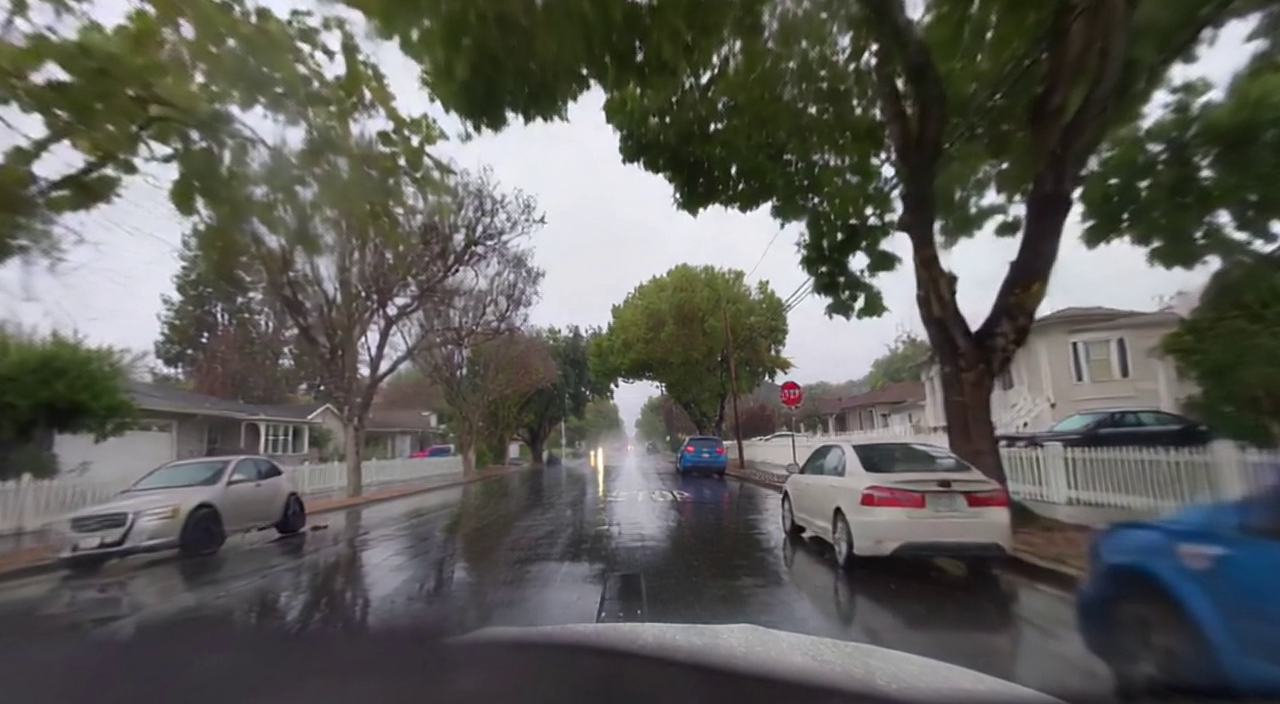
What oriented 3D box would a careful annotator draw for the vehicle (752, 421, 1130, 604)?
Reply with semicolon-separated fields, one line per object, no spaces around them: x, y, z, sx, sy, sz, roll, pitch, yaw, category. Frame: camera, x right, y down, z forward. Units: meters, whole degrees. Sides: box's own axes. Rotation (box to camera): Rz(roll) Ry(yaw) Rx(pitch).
2.945;1.683;7.622;2.185;1.513;4.524;0;-9;-2;vehicle

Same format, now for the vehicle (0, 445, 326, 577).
-7.168;2.322;10.117;2.125;1.623;4.207;0;-9;-1;vehicle

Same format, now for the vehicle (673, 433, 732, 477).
2.730;4.636;28.651;2.126;1.795;4.751;0;-9;-1;vehicle

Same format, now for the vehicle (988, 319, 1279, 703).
3.210;0.654;1.481;2.080;1.706;4.449;0;-9;-2;vehicle
